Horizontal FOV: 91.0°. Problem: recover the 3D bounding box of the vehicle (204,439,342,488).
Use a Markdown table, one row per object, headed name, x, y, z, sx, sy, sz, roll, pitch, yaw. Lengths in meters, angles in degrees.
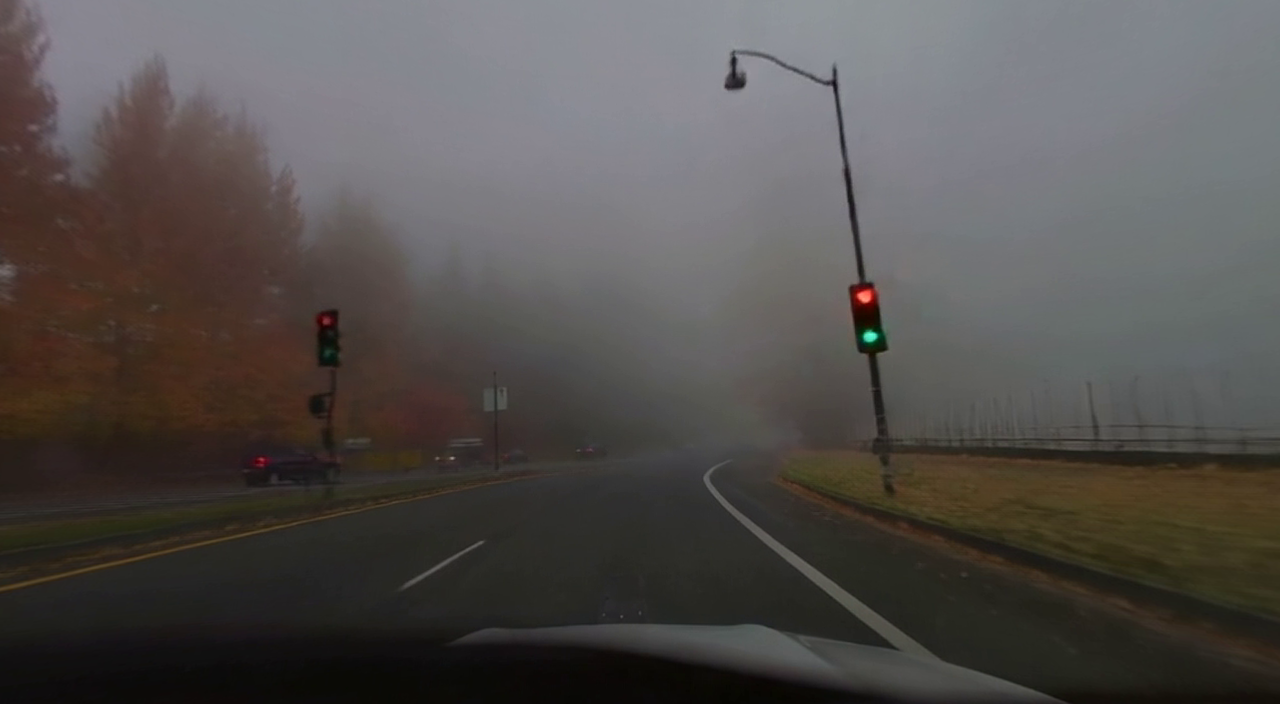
| name | x | y | z | sx | sy | sz | roll | pitch | yaw |
| --- | --- | --- | --- | --- | --- | --- | --- | --- | --- |
| vehicle | -16.565 | 5.033 | 28.822 | 2.368 | 2.012 | 5.021 | -3 | -9 | 18 |
